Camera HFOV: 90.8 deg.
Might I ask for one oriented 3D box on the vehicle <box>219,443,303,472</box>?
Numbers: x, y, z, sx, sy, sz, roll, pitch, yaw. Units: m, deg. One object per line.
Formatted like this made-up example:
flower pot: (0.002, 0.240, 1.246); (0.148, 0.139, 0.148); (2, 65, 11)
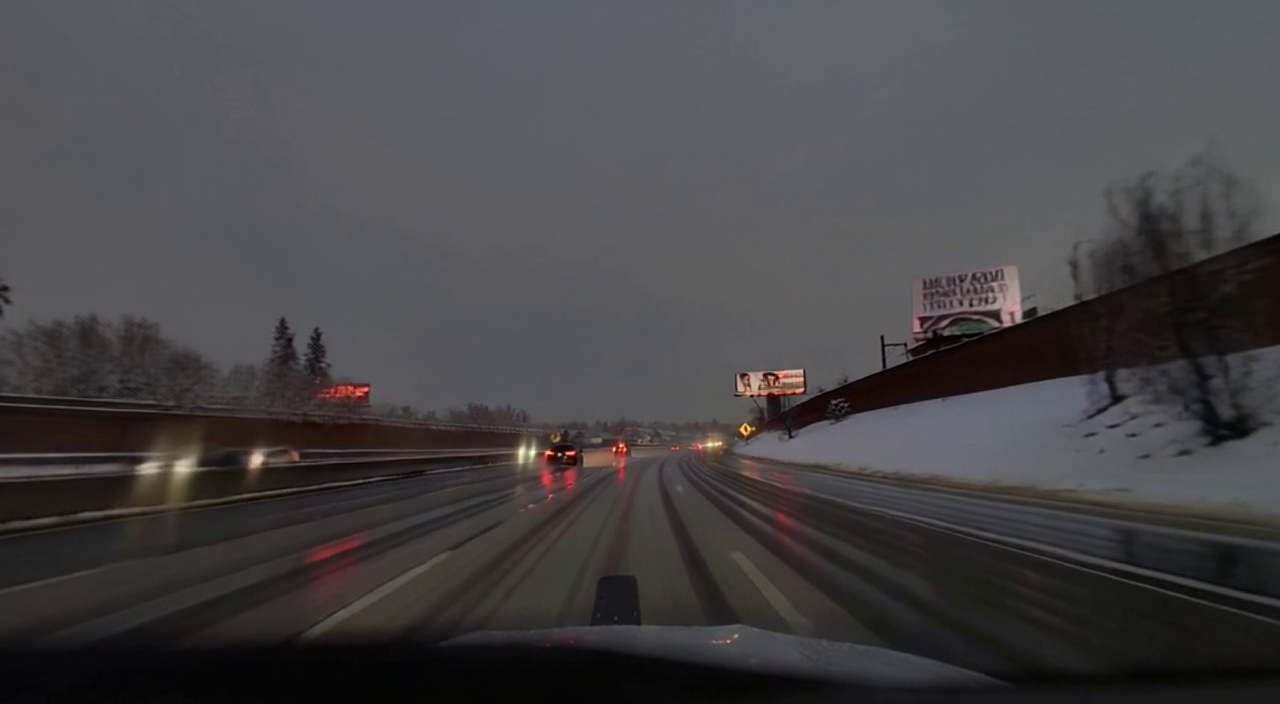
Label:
vehicle: (-22.388, 6.233, 37.530); (2.139, 1.566, 4.463); (0, -9, 2)

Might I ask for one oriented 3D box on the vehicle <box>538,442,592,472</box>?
vehicle: (-3.814, 5.477, 33.105); (2.078, 1.457, 4.648); (0, -8, 3)

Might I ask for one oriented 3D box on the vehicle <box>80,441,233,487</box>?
vehicle: (-18.412, 4.260, 24.421); (2.074, 1.600, 4.758); (0, -8, 1)
